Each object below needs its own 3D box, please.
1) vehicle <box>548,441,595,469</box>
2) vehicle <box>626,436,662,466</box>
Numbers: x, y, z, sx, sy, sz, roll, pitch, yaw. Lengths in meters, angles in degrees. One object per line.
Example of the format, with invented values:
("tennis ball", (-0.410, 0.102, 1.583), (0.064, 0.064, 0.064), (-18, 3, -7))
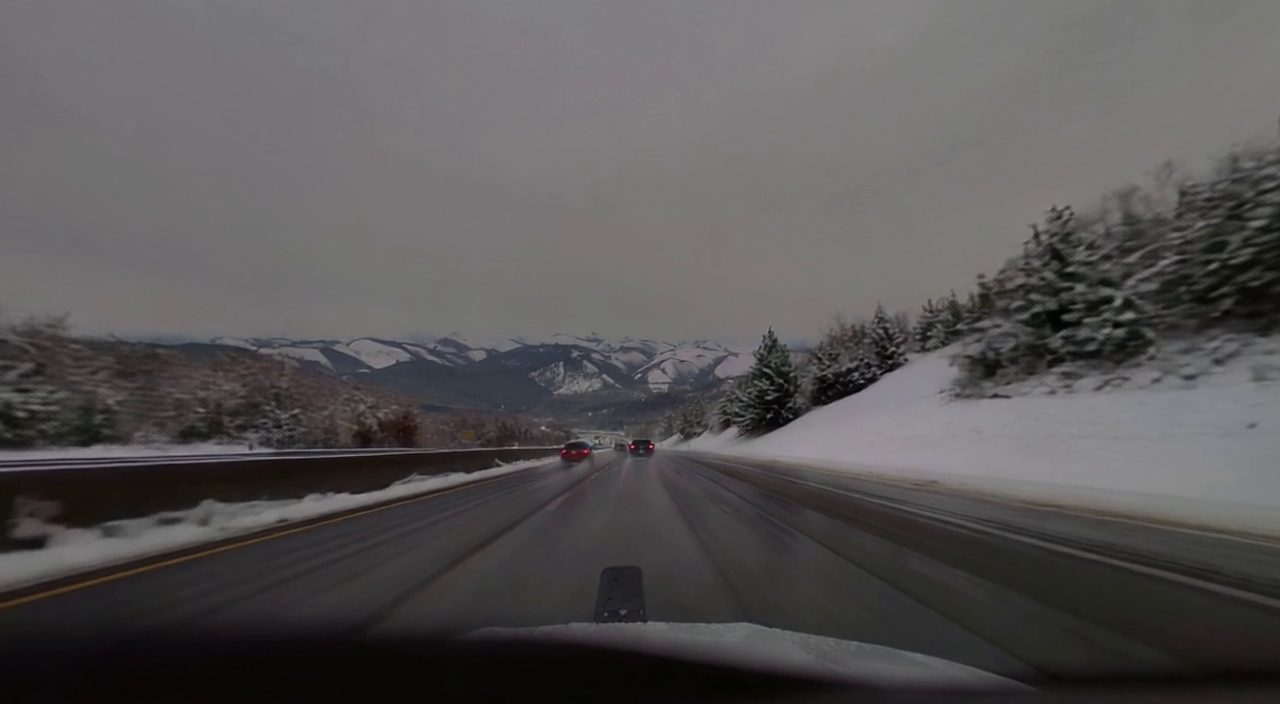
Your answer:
("vehicle", (-3.779, 5.760, 35.313), (2.082, 1.485, 4.237), (0, -8, 1))
("vehicle", (0.240, 6.512, 41.626), (2.272, 1.836, 4.866), (0, -8, 0))
